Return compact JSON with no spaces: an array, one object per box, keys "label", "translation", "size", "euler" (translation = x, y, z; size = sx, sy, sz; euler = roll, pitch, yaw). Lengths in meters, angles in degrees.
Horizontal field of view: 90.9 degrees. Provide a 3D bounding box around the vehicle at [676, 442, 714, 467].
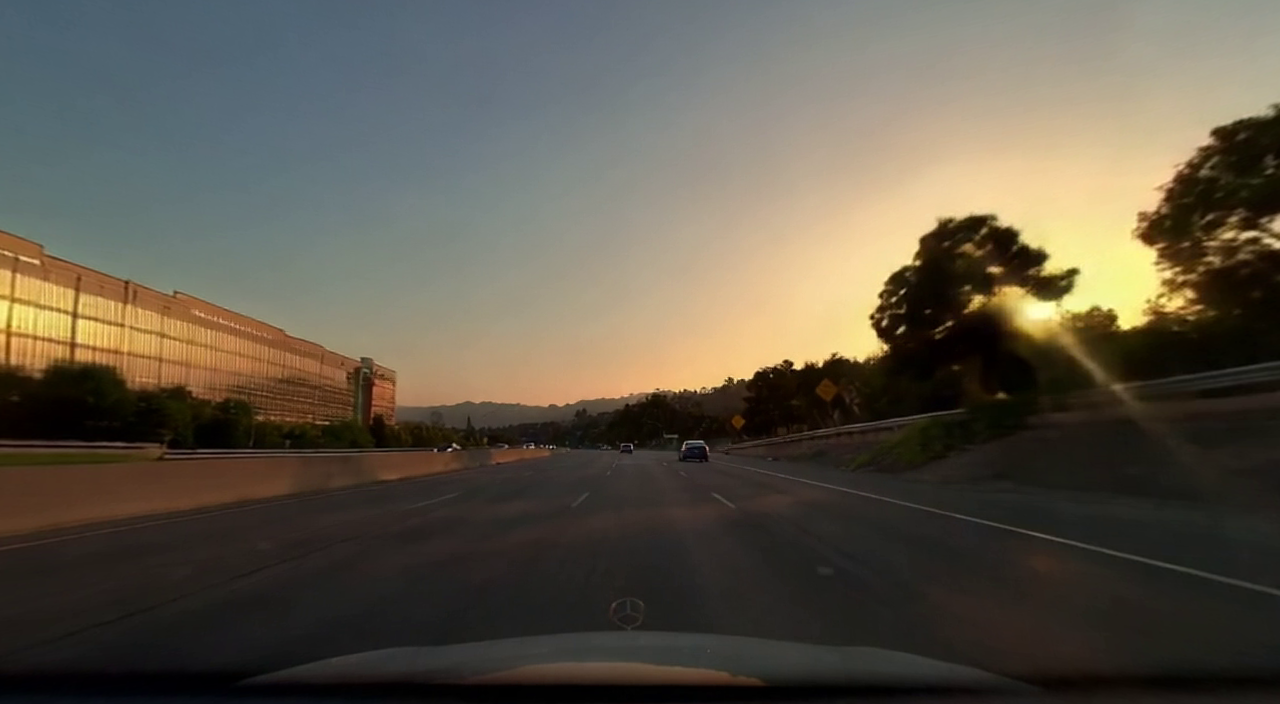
[{"label":"vehicle","translation":[3.454,6.520,40.402],"size":[1.926,1.477,4.025],"euler":[0,-8,-2]}]
